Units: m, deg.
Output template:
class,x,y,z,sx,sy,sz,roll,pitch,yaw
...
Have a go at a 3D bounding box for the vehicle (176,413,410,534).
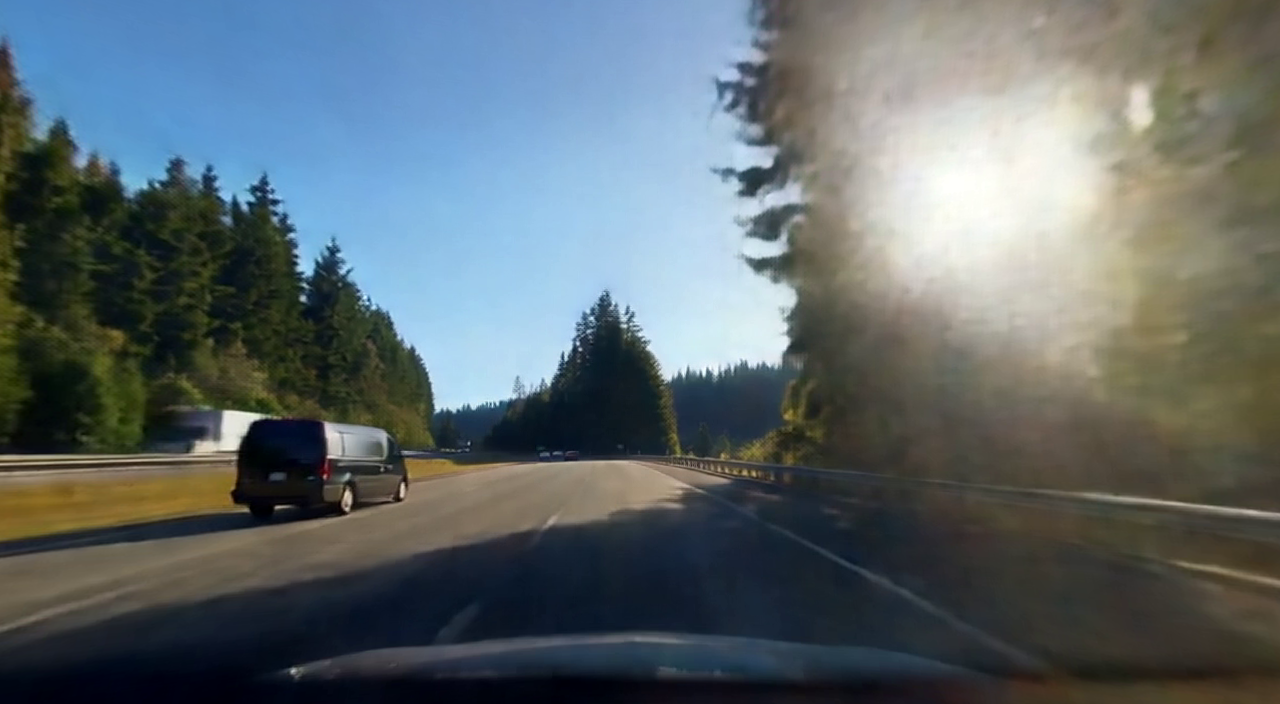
class,x,y,z,sx,sy,sz,roll,pitch,yaw
vehicle,-6.862,2.466,13.348,2.197,2.038,4.919,0,-9,-1
